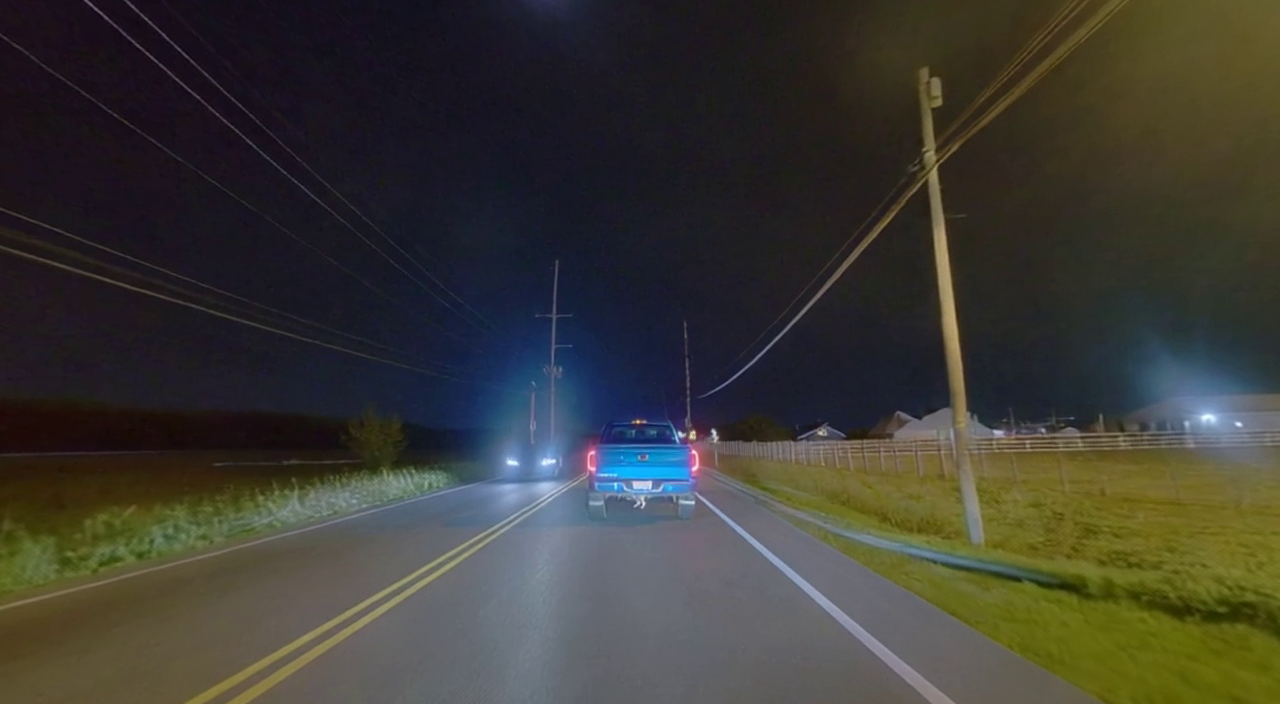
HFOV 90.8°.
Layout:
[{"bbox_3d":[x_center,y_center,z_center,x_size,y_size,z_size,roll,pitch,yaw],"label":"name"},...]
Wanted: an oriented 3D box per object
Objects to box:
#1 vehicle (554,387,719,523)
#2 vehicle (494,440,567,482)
[{"bbox_3d":[-0.087,2.116,13.352,2.693,2.223,5.885,0,-8,-1],"label":"vehicle"},{"bbox_3d":[-4.101,4.177,24.414,1.974,1.455,4.289,0,-8,1],"label":"vehicle"}]
